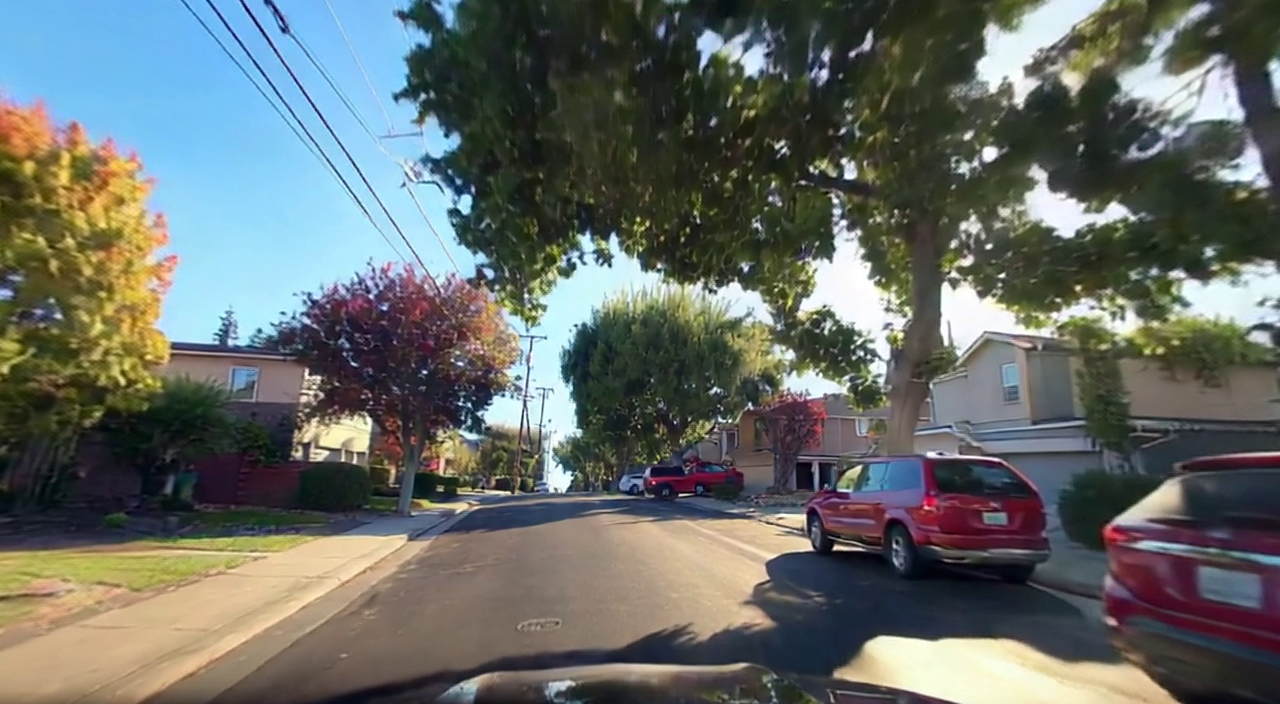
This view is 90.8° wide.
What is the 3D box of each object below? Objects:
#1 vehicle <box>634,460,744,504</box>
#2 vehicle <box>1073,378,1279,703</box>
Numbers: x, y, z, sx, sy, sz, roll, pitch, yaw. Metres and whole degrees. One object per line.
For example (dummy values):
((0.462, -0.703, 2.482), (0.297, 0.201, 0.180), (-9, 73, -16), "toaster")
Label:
((2.068, 5.596, 27.378), (4.413, 1.728, 1.869), (1, -9, -10), "vehicle")
((4.959, 1.269, 2.913), (4.501, 1.678, 2.078), (8, -9, -1), "vehicle")
